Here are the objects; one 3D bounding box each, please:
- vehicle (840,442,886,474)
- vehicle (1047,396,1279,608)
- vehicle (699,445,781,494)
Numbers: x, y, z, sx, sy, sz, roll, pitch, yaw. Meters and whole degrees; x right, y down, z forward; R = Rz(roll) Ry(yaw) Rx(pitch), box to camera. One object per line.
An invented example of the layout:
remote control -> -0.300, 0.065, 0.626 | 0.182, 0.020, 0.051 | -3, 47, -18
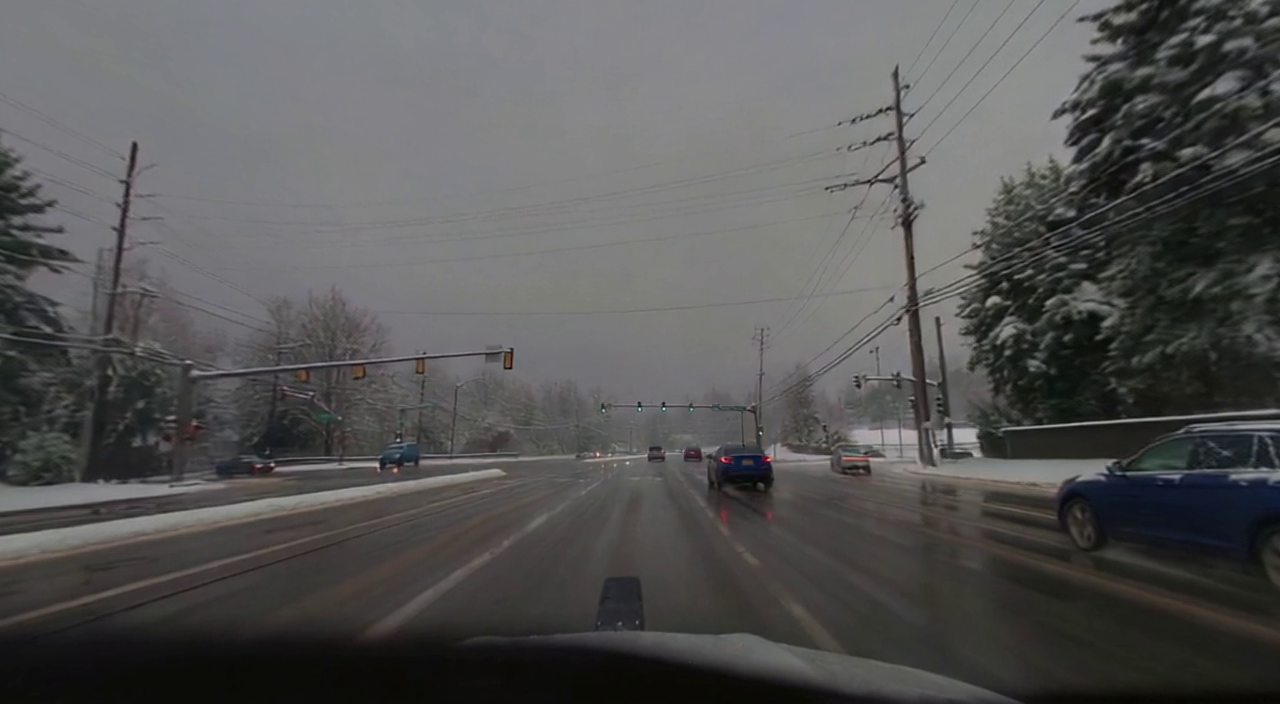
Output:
vehicle -> 13.169, 6.264, 37.537 | 1.949, 1.758, 4.215 | -2, -8, 11
vehicle -> 6.488, 1.401, 6.212 | 2.029, 1.795, 4.371 | 0, -8, 0
vehicle -> 3.257, 3.909, 21.472 | 2.035, 1.460, 4.392 | 0, -8, -1
